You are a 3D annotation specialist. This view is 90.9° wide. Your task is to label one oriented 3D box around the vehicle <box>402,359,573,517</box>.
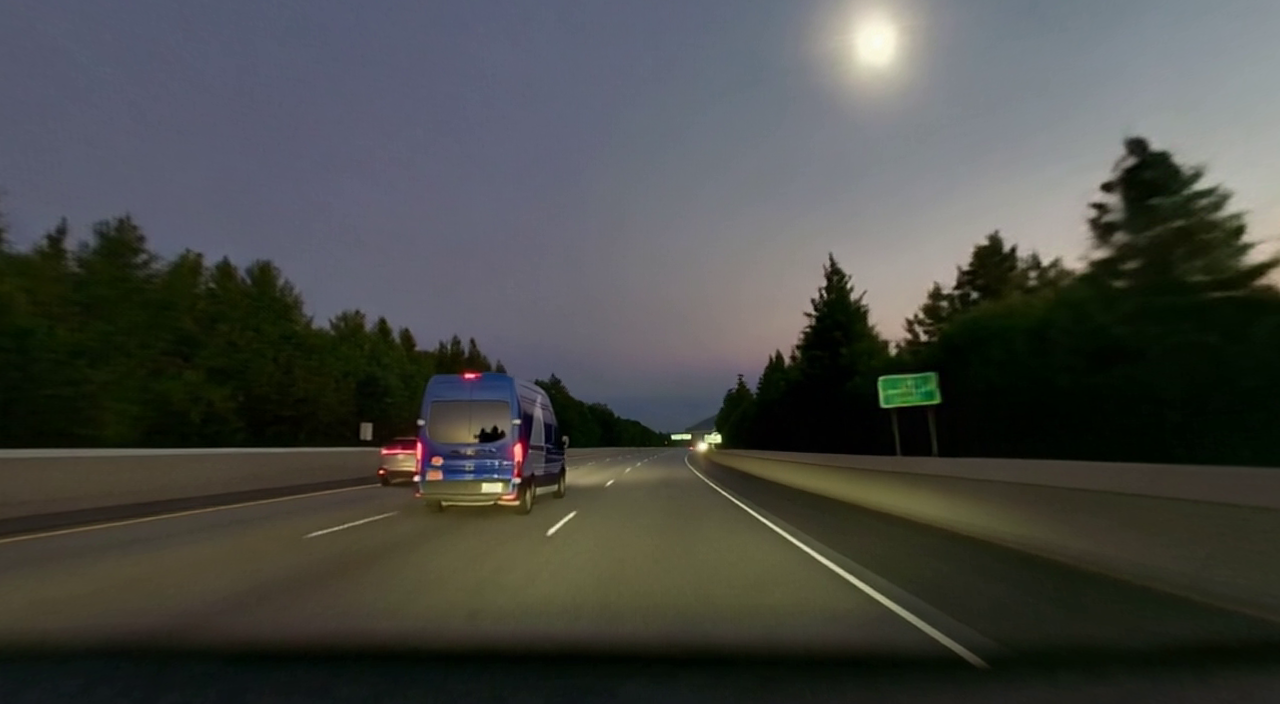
[{"bbox_3d":[-3.097,1.976,14.469,2.319,2.883,5.632,0,-8,2],"label":"vehicle"}]
